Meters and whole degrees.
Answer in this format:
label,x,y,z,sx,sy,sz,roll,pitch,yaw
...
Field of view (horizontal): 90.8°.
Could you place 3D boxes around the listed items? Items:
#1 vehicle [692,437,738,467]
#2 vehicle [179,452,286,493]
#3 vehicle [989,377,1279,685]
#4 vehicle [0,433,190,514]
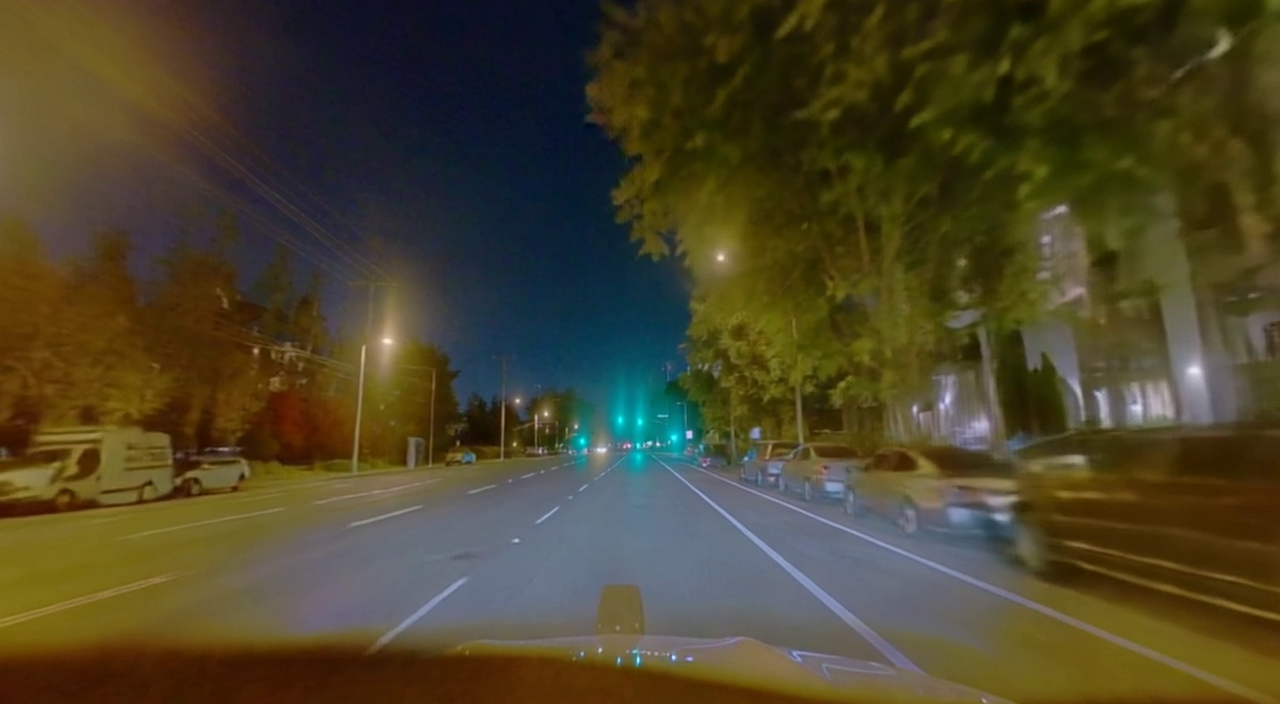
label,x,y,z,sx,sy,sz,roll,pitch,yaw
vehicle,4.548,6.168,39.043,2.154,1.718,4.980,0,-8,-1
vehicle,-17.696,5.210,27.709,1.871,1.596,4.114,0,-8,2
vehicle,4.506,1.075,4.043,1.889,1.697,4.557,0,-8,0
vehicle,-17.750,3.799,20.410,2.360,2.225,5.385,0,-8,0
